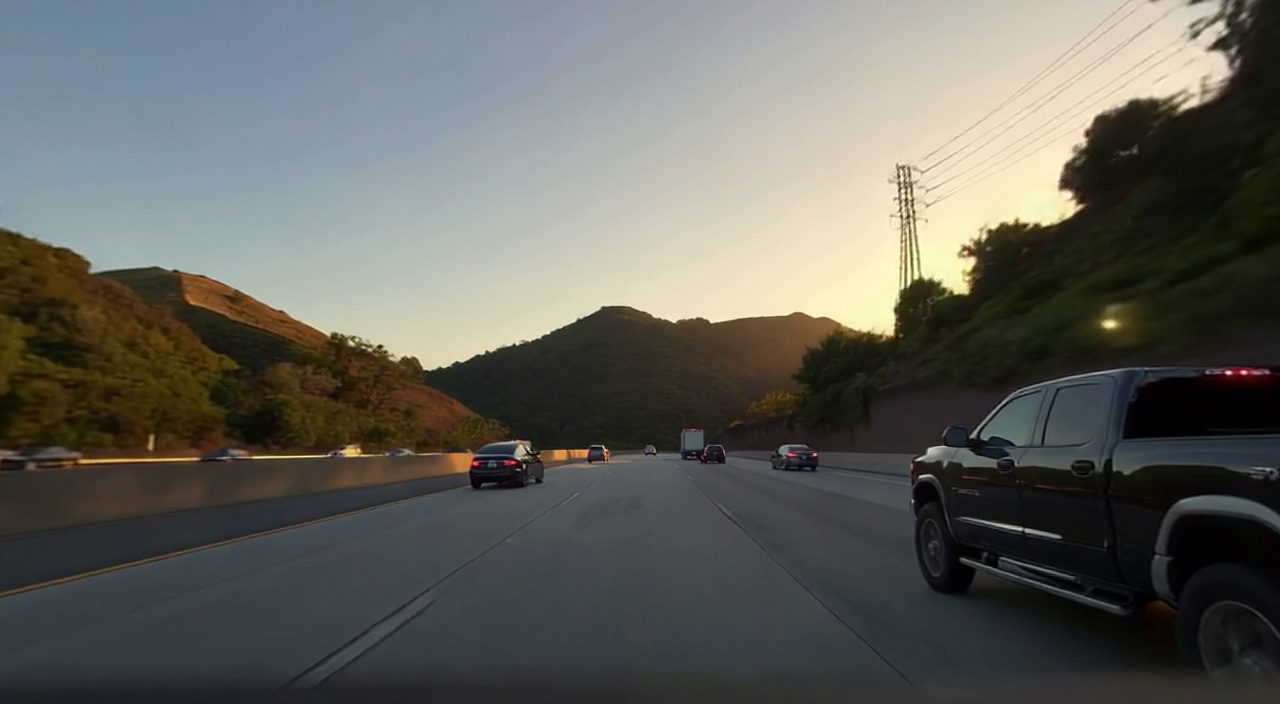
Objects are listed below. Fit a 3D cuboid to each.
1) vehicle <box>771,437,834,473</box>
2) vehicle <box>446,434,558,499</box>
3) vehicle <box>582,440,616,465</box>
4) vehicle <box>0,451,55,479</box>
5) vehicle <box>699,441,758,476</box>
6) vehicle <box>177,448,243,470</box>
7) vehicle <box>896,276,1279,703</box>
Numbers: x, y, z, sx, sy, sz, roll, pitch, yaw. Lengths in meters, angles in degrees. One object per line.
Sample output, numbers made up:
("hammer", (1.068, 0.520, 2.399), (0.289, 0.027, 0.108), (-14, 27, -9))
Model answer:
("vehicle", (8.030, 5.113, 31.566), (1.986, 1.633, 4.430), (0, -8, 0))
("vehicle", (-3.819, 3.250, 18.365), (2.113, 1.636, 4.494), (-1, -8, 2))
("vehicle", (-2.913, 7.285, 45.860), (2.021, 1.679, 4.310), (-1, -8, 3))
("vehicle", (-34.286, 6.041, 33.871), (1.686, 1.423, 4.192), (0, -8, 1))
("vehicle", (3.966, 4.837, 28.899), (2.046, 1.471, 4.333), (0, -8, 0))
("vehicle", (-30.176, 7.495, 44.402), (1.719, 1.419, 4.075), (0, -8, 2))
("vehicle", (3.449, 0.820, 3.265), (2.098, 1.925, 5.171), (0, -8, 1))
